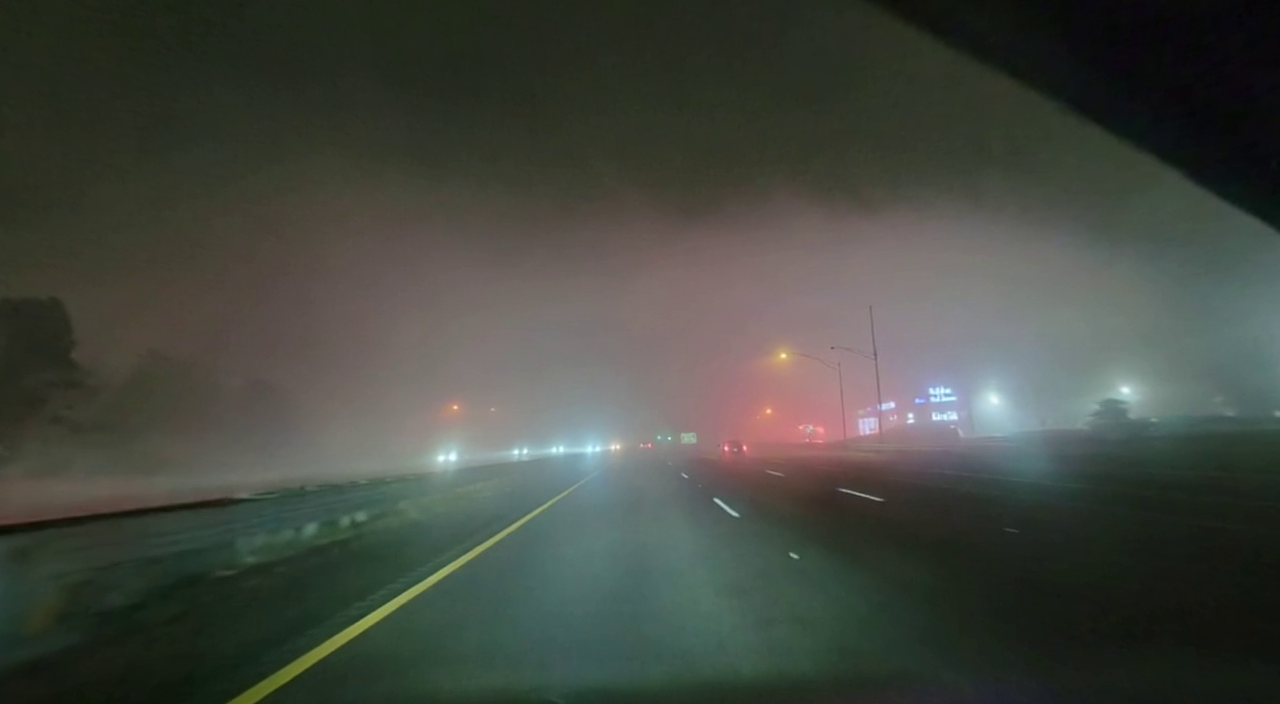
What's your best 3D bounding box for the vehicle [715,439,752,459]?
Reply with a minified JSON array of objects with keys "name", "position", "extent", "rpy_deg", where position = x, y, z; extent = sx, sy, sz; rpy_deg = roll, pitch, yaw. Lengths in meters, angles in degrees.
[{"name":"vehicle","position":[7.229,7.570,49.041],"extent":[2.079,1.518,5.032],"rpy_deg":[0,-8,-1]}]
